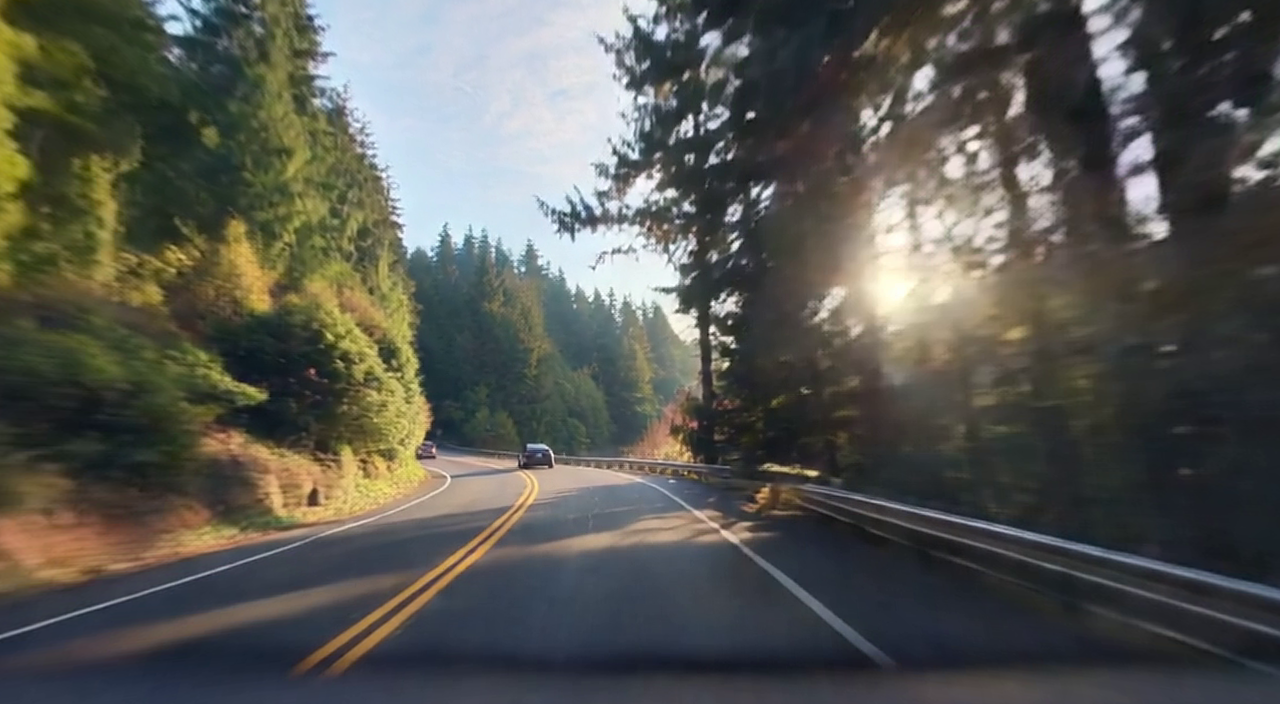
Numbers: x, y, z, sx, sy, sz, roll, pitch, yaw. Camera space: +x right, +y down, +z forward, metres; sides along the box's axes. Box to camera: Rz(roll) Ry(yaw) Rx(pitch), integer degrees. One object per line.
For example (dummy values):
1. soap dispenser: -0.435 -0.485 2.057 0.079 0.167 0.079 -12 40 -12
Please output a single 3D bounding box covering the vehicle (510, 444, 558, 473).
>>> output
1. vehicle: -6.176 6.104 36.404 2.120 1.491 4.349 3 -9 -17
